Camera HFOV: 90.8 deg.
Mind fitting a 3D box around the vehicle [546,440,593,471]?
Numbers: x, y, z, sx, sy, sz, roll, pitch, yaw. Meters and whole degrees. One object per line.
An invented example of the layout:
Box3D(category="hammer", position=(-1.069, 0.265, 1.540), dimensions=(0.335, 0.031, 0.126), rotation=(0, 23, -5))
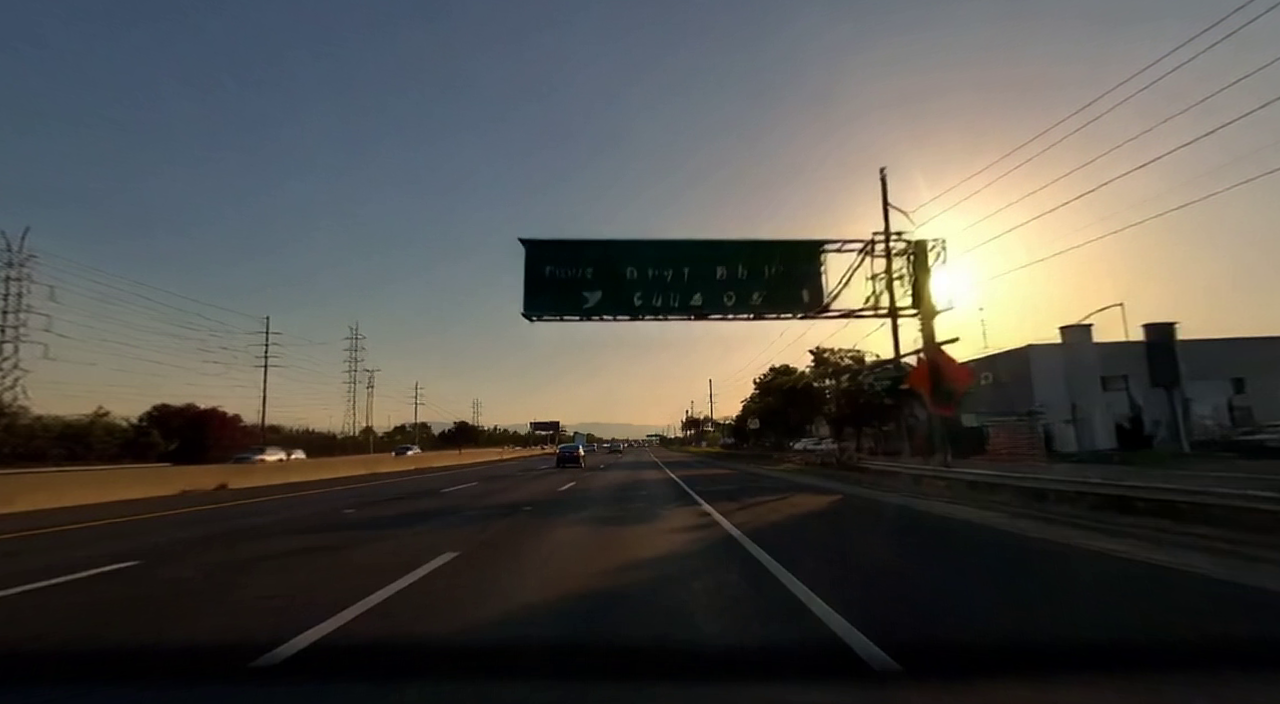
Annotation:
Box3D(category="vehicle", position=(-3.663, 5.480, 33.664), dimensions=(1.940, 1.479, 4.545), rotation=(0, -8, 1))

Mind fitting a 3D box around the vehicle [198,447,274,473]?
Box3D(category="vehicle", position=(-25.415, 6.796, 39.937), dimensions=(1.810, 1.480, 4.357), rotation=(0, -9, 1))
